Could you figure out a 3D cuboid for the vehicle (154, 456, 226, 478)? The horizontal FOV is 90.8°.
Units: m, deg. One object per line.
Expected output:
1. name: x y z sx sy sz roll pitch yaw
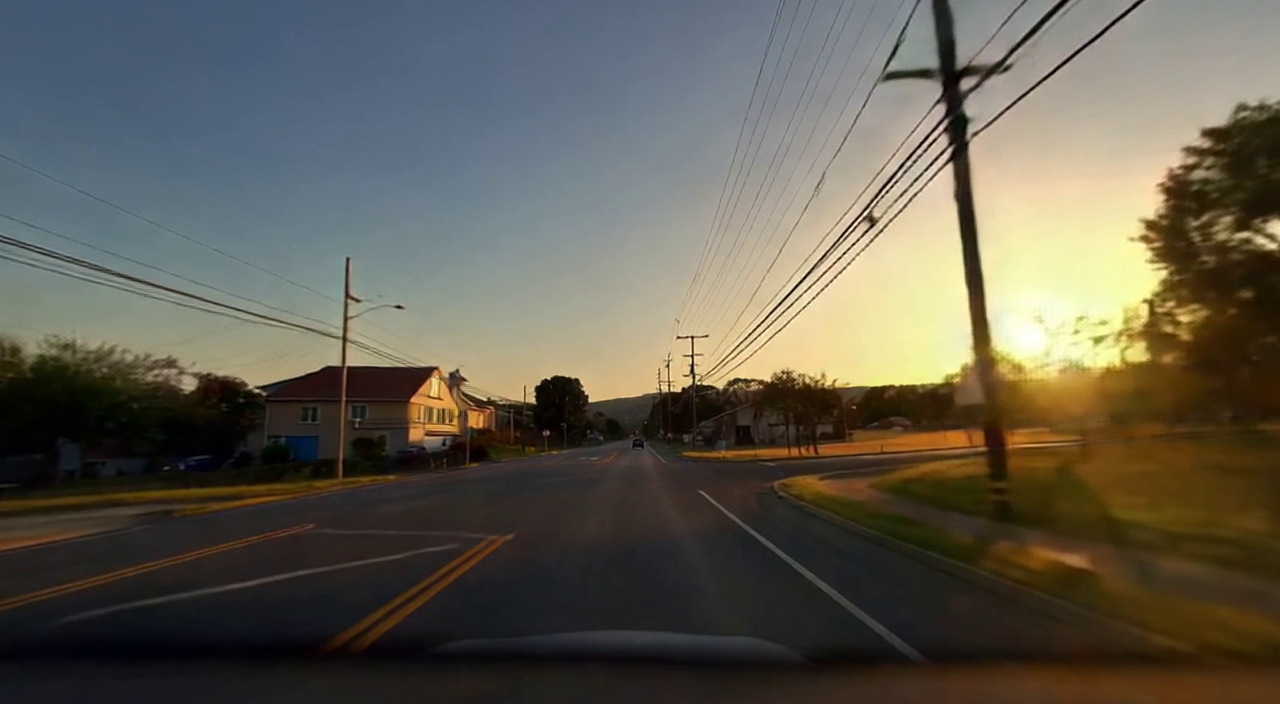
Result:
1. vehicle: -34.814 8.893 48.900 1.808 1.527 4.145 -8 -12 43
